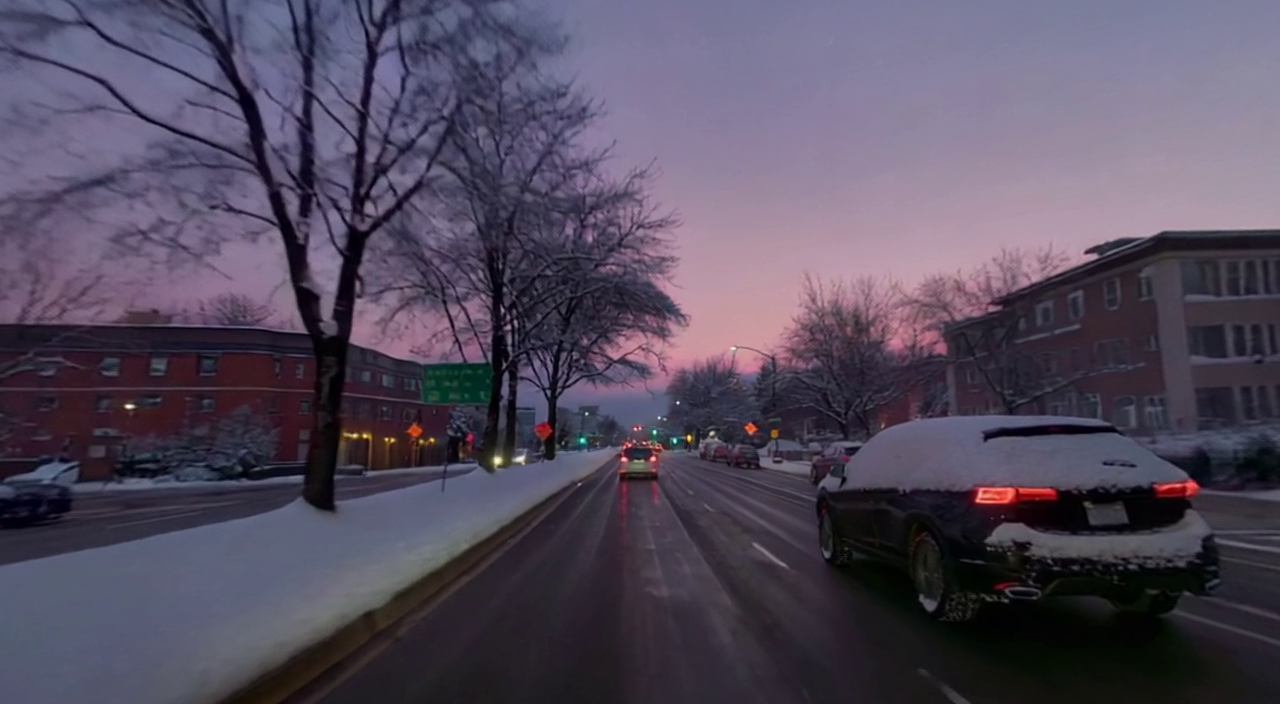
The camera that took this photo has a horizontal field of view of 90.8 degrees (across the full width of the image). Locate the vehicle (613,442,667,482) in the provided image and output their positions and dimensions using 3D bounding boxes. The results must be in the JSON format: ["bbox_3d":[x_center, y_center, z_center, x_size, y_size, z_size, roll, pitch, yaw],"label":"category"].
[{"bbox_3d":[-0.028,4.395,25.459,2.006,1.487,3.535,0,-9,-1],"label":"vehicle"}]

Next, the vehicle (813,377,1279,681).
[{"bbox_3d":[3.144,1.310,5.697,1.949,1.723,4.020,0,-9,-1],"label":"vehicle"}]

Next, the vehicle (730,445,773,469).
[{"bbox_3d":[7.356,6.992,42.198,1.936,1.516,4.579,0,-9,-2],"label":"vehicle"}]

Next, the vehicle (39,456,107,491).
[{"bbox_3d":[-30.851,6.567,34.332,4.272,1.704,2.031,-8,-11,40],"label":"vehicle"}]

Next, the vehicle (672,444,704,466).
[{"bbox_3d":[3.372,7.344,45.028,1.910,1.474,4.003,0,-9,-1],"label":"vehicle"}]
